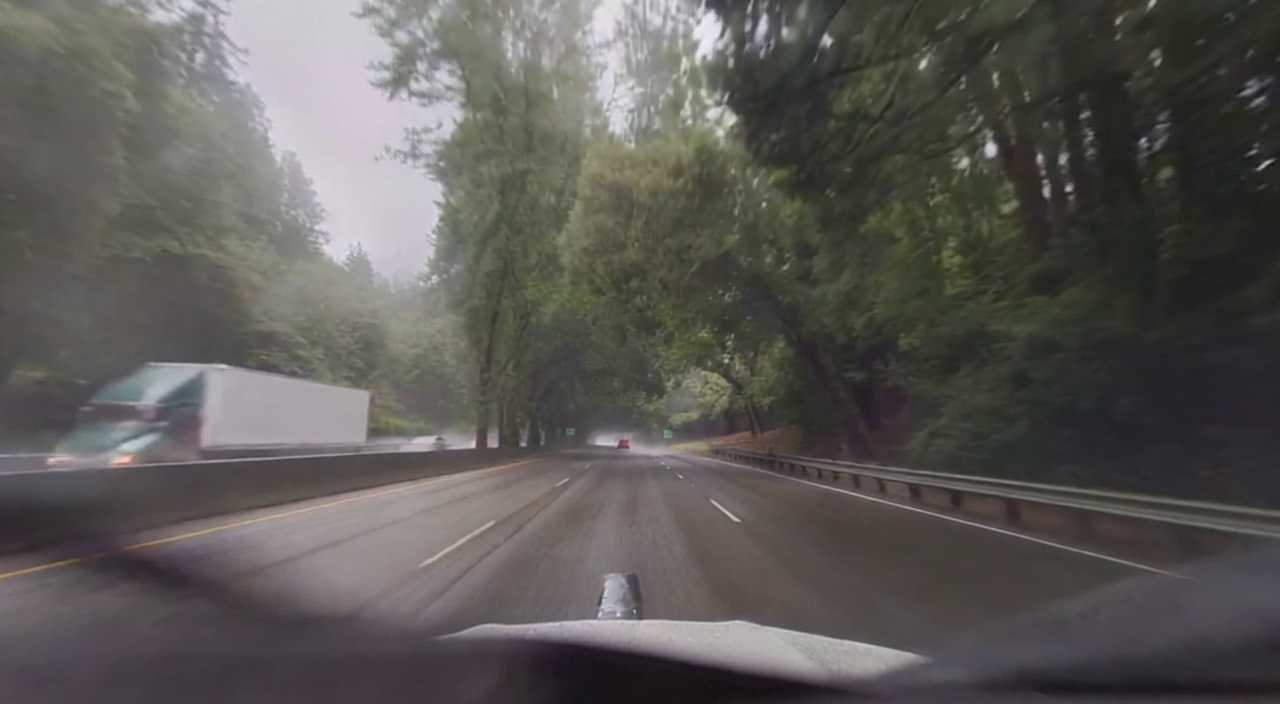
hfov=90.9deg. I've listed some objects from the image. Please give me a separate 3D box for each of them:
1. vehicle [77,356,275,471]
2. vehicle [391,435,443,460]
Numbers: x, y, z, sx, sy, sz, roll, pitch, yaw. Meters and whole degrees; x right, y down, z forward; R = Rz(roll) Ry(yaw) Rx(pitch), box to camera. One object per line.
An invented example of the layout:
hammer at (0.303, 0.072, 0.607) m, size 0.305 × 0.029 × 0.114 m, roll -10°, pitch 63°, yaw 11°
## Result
vehicle at (-17.096, 2.427, 23.883) m, size 2.903 × 3.816 × 5.854 m, roll 0°, pitch -8°, yaw 0°
vehicle at (-12.791, 5.467, 36.312) m, size 1.846 × 1.358 × 3.271 m, roll 0°, pitch -8°, yaw 0°
